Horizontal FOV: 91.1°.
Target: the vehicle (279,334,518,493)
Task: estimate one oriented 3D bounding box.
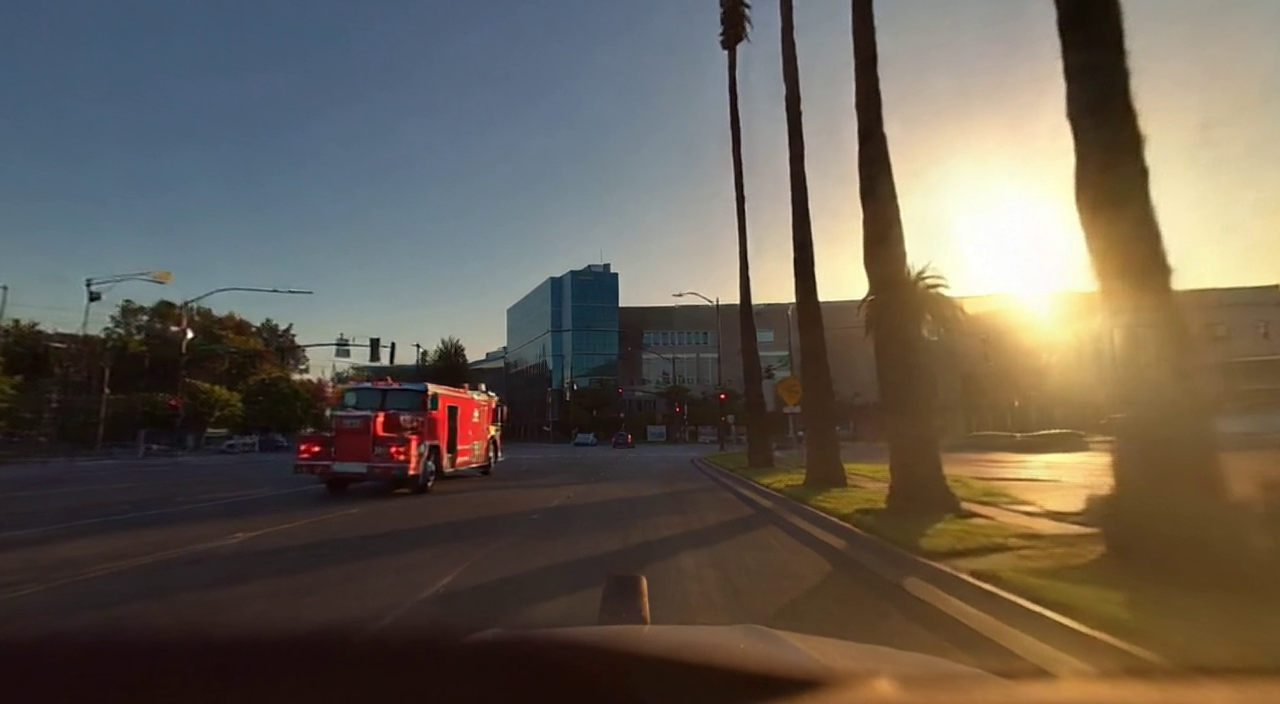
[{"bbox_3d":[-6.786,2.267,20.623,3.008,3.730,11.786,0,-8,1],"label":"vehicle"}]

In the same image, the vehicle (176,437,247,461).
[{"bbox_3d":[-33.581,7.644,49.220,4.470,1.613,1.897,-4,-10,11],"label":"vehicle"}]
